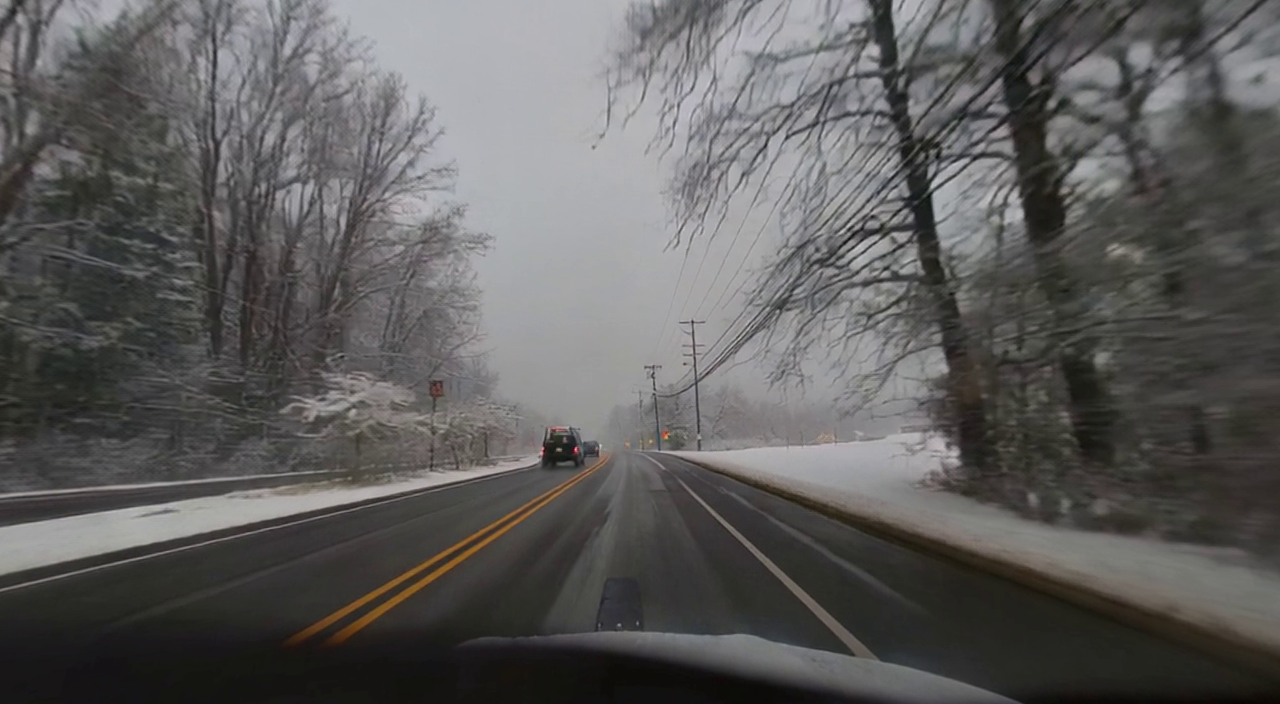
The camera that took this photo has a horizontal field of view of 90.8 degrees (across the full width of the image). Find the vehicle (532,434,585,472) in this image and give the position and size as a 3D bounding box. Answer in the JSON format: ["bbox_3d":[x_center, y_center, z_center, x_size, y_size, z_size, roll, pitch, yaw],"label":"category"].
[{"bbox_3d":[-4.334,5.441,34.291,2.246,1.885,5.275,0,-8,-1],"label":"vehicle"}]
